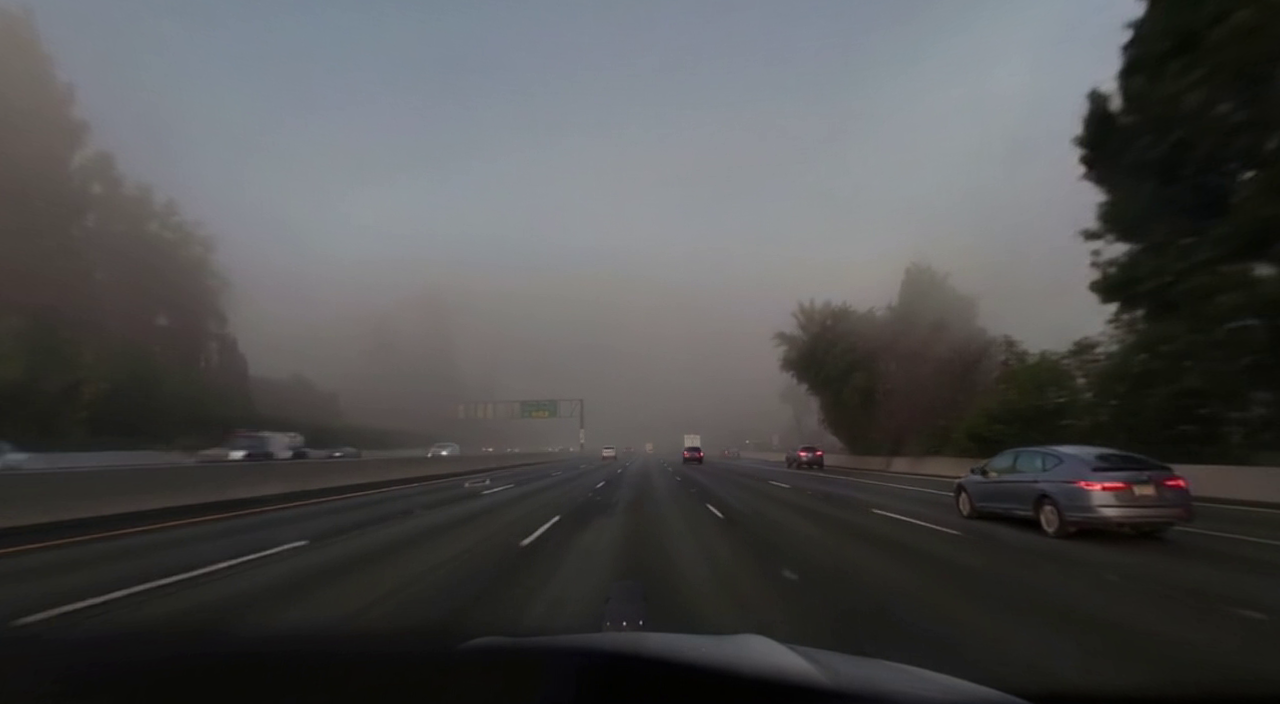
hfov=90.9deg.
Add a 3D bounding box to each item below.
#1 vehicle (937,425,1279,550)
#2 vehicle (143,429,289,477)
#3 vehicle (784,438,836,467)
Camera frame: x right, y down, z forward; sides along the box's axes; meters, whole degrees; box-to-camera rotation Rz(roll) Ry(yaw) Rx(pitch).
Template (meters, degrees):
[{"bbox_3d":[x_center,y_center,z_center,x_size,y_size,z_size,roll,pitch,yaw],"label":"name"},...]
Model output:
[{"bbox_3d":[7.039,2.053,10.322,2.071,1.543,4.702,0,-8,0],"label":"vehicle"},{"bbox_3d":[-18.566,4.484,28.130,2.259,1.871,6.046,0,-8,1],"label":"vehicle"},{"bbox_3d":[11.599,6.872,43.283,2.168,1.861,4.678,0,-8,-1],"label":"vehicle"}]
